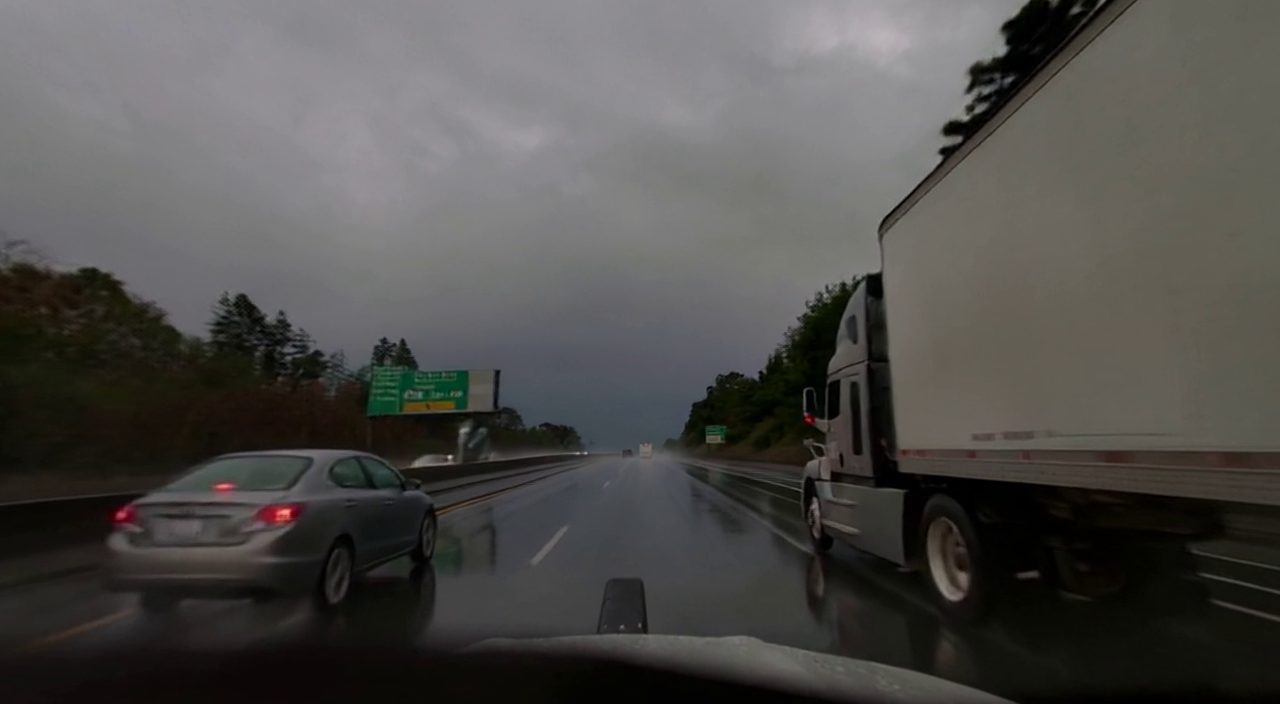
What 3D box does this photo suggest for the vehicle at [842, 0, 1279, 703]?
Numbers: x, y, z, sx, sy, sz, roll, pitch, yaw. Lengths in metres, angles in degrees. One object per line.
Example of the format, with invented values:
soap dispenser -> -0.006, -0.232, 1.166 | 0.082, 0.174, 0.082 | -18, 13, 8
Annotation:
vehicle -> 3.759, -0.042, 3.611 | 3.010, 3.907, 5.999 | 0, -9, -1

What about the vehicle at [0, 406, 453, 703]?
vehicle -> -3.249, 1.348, 5.029 | 2.054, 1.475, 4.708 | 0, -9, 0
